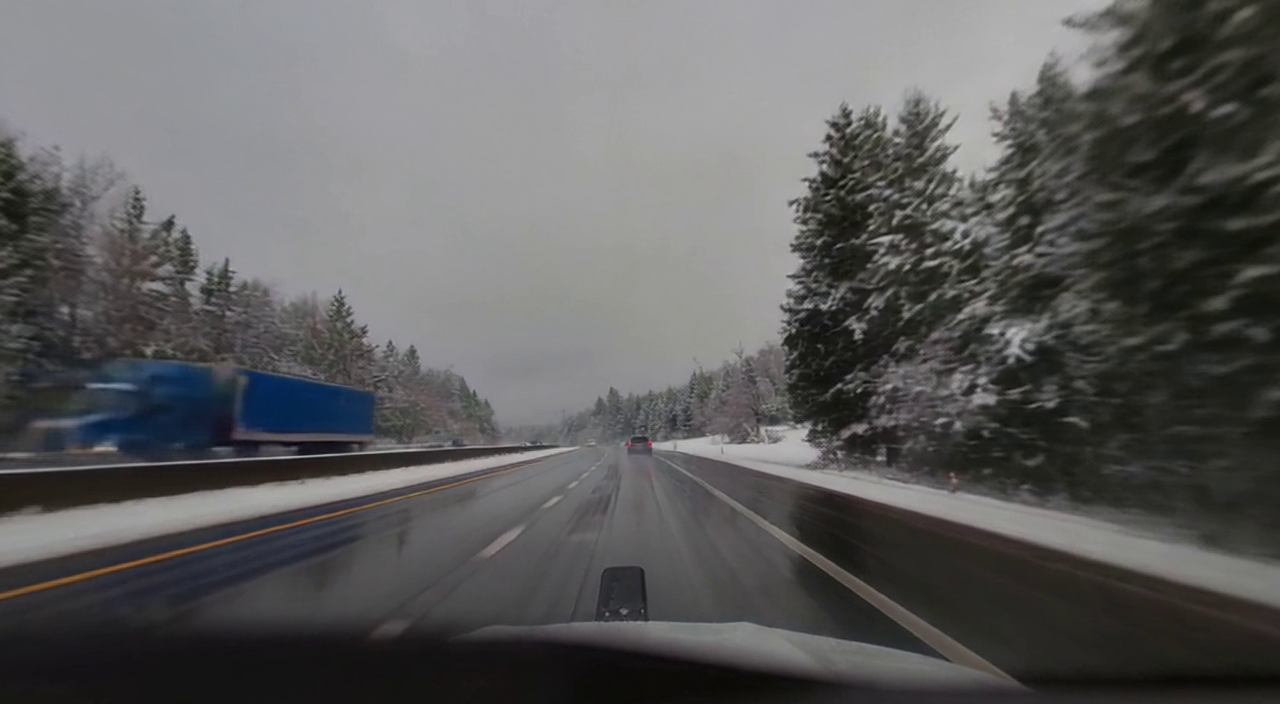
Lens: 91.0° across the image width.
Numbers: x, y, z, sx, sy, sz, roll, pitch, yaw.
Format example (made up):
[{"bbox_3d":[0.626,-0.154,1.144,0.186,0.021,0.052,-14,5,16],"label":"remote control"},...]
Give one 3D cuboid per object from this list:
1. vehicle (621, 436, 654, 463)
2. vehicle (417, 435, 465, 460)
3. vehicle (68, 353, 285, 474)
[{"bbox_3d":[-0.231,6.545,42.443,2.079,1.729,4.380,0,-8,-2],"label":"vehicle"},{"bbox_3d":[-12.817,6.183,40.810,1.817,1.487,4.134,0,-8,-1],"label":"vehicle"},{"bbox_3d":[-16.966,2.466,23.851,3.116,3.942,6.536,0,-8,-1],"label":"vehicle"}]
